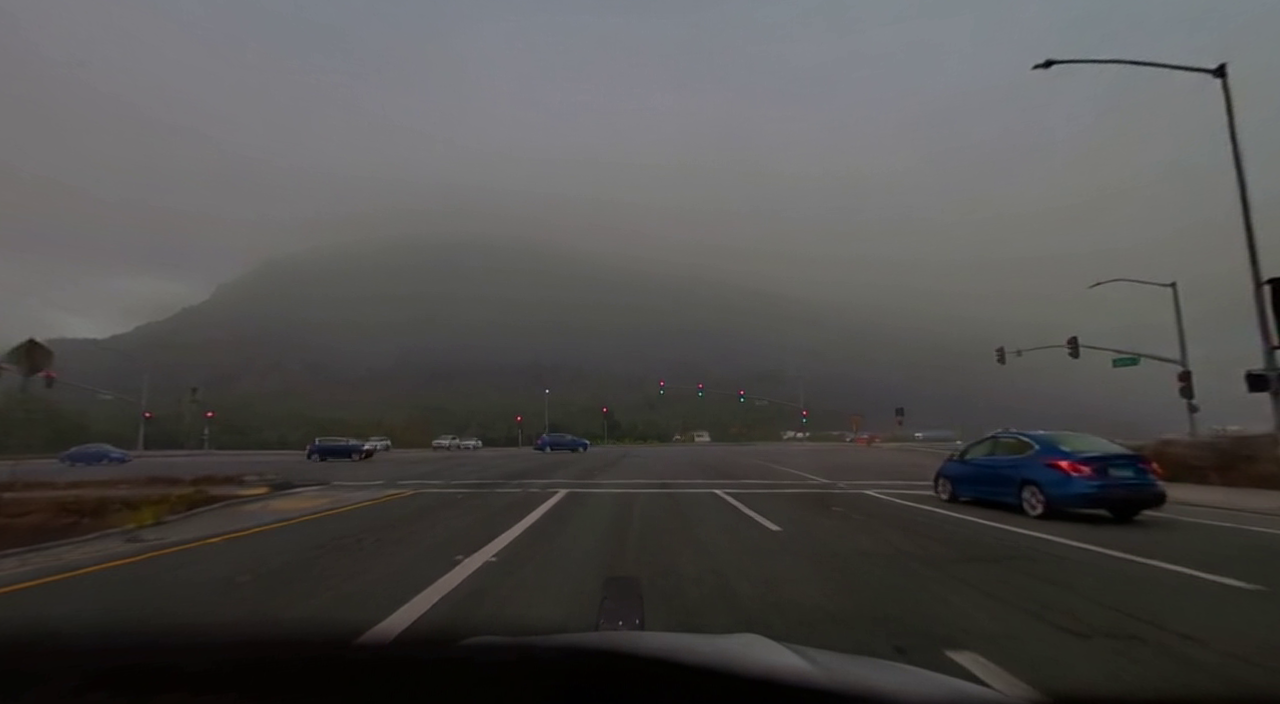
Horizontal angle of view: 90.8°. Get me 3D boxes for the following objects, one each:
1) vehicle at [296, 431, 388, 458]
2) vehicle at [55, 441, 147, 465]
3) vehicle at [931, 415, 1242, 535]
[{"bbox_3d":[-20.541,6.405,43.778,5.228,1.805,2.246,2,-9,-11],"label":"vehicle"},{"bbox_3d":[-35.803,6.722,42.050,4.218,1.542,2.044,0,-8,-1],"label":"vehicle"},{"bbox_3d":[7.010,1.977,10.754,1.899,1.570,4.666,0,-8,0],"label":"vehicle"}]
